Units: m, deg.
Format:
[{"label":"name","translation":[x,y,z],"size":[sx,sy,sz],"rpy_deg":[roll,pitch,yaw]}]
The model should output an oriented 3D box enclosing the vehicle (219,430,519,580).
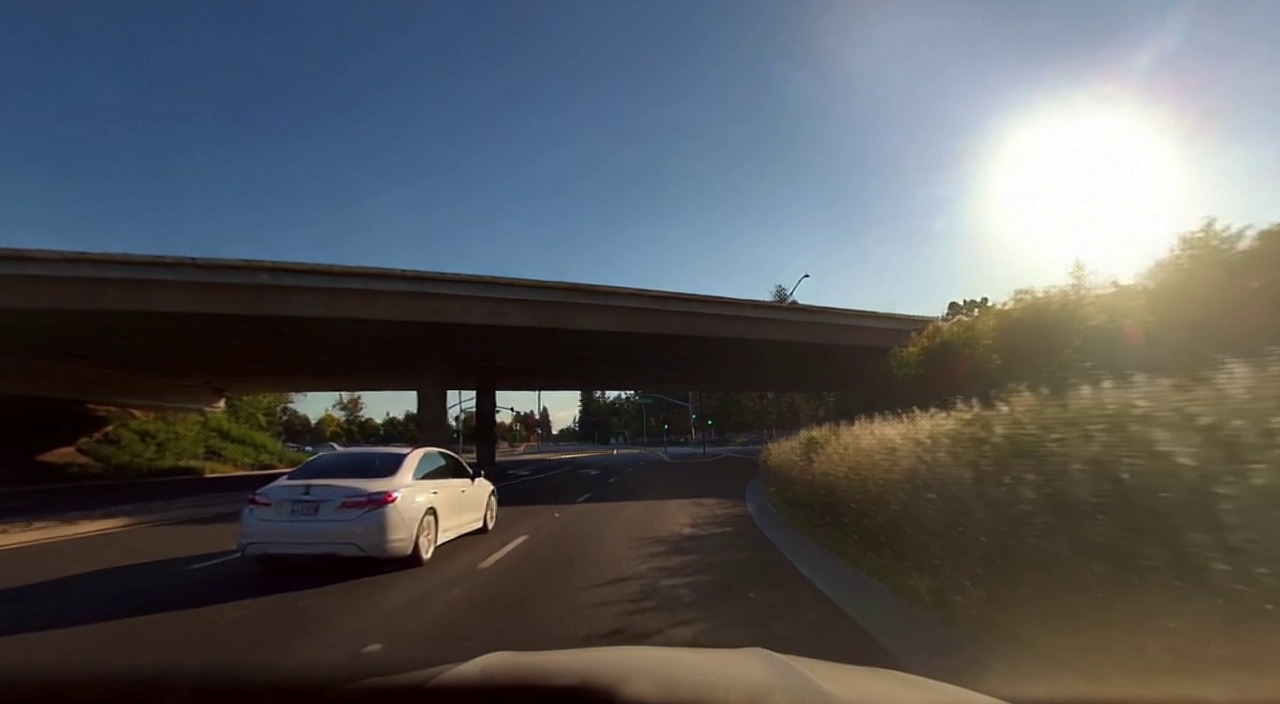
[{"label":"vehicle","translation":[-3.146,1.884,8.618],"size":[1.963,1.460,4.614],"rpy_deg":[0,-9,1]}]
